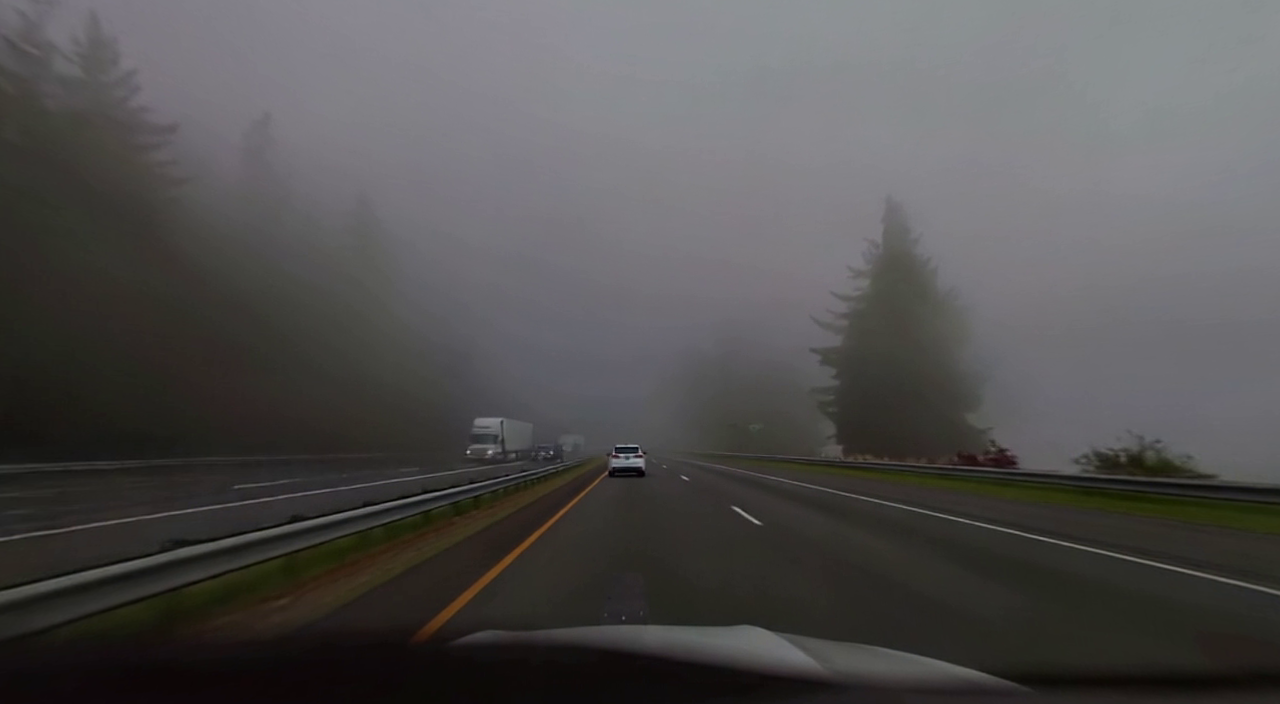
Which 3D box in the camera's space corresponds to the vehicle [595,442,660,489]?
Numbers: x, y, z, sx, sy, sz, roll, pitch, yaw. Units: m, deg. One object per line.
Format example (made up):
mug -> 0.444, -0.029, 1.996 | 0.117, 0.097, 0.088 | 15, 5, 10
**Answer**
vehicle -> -0.421, 4.019, 22.654 | 2.114, 1.523, 4.012 | 0, -9, -1
